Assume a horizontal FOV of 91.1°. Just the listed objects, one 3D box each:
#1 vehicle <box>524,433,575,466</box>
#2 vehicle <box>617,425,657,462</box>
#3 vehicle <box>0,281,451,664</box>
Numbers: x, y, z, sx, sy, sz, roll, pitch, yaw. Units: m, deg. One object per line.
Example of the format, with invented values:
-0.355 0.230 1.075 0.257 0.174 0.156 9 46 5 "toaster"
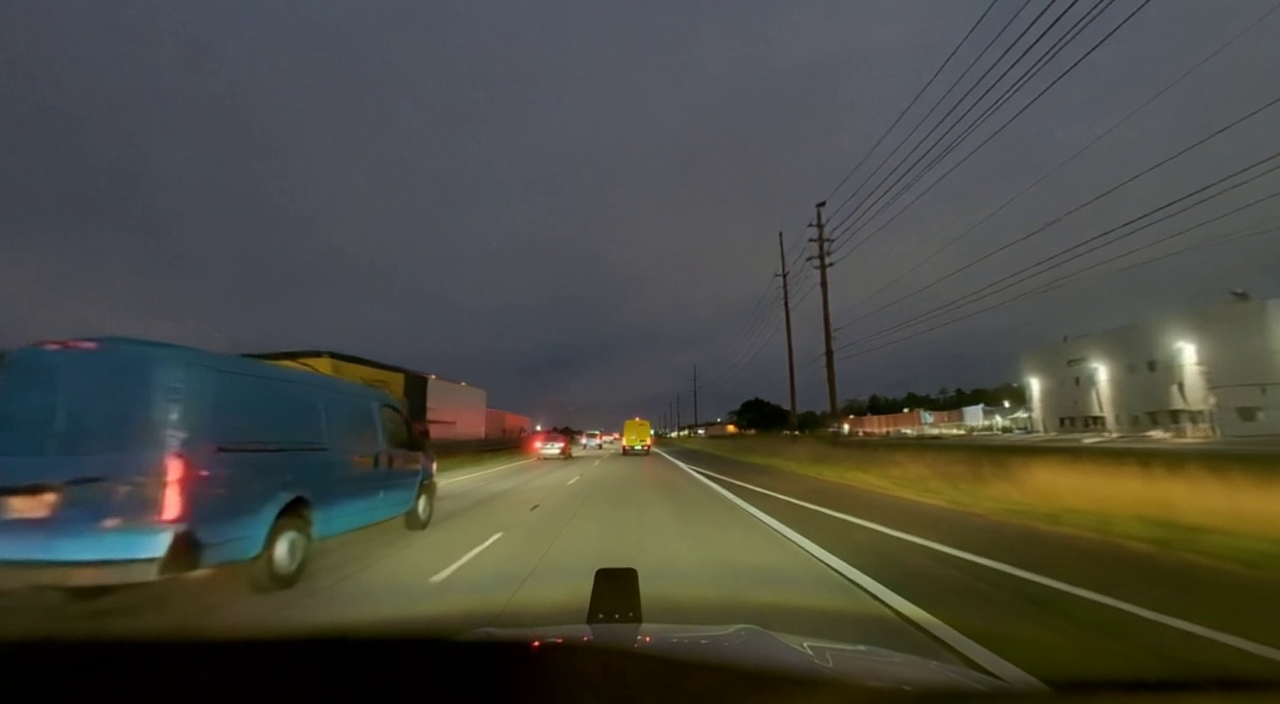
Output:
-4.588 4.970 32.394 2.058 1.557 4.125 0 -8 0 "vehicle"
-0.196 5.342 36.913 2.213 1.997 4.456 0 -8 -1 "vehicle"
-4.144 1.109 6.882 2.388 2.410 5.787 0 -8 -1 "vehicle"
